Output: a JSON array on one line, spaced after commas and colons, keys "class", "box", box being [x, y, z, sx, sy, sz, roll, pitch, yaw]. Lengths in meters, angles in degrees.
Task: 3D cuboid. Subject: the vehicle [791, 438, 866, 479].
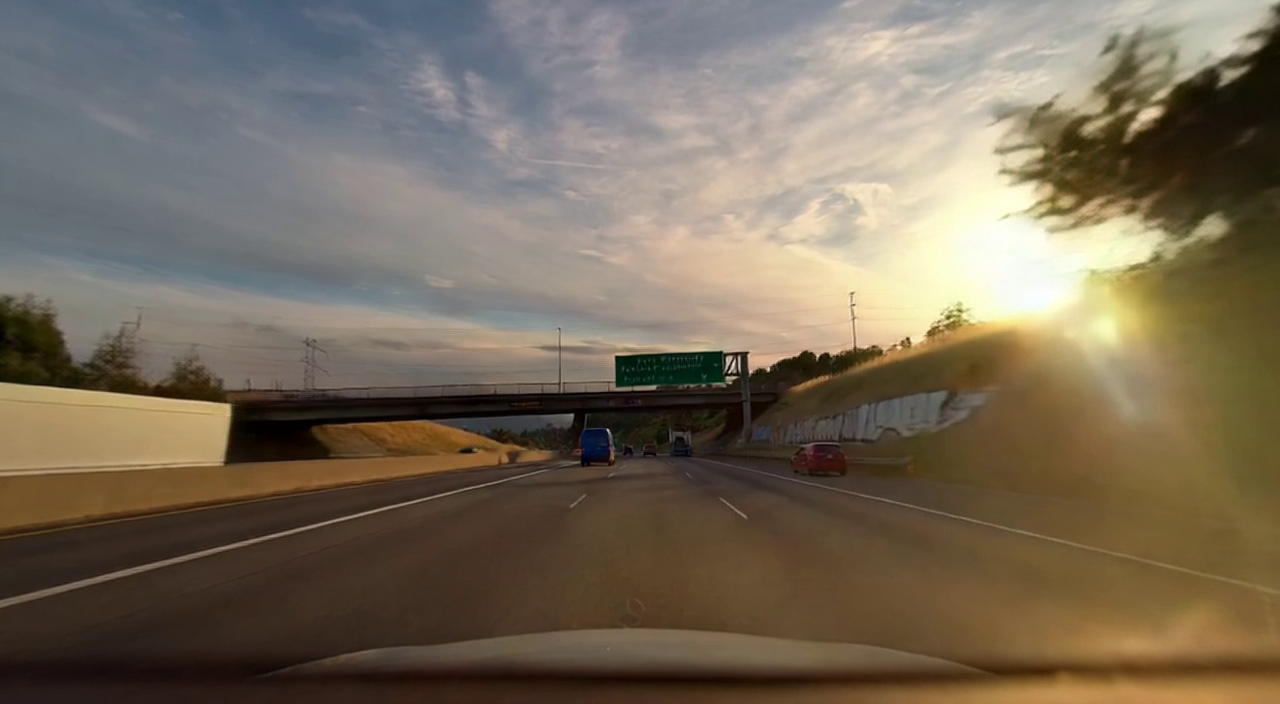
[{"class": "vehicle", "box": [8.164, 4.661, 27.695, 1.936, 1.664, 4.198, 0, -9, 0]}]

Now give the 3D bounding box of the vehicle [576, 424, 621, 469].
[{"class": "vehicle", "box": [-2.541, 6.069, 40.299, 2.451, 2.627, 5.868, 0, -9, 0]}]

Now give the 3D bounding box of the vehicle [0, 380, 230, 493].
[{"class": "vehicle", "box": [-19.774, 3.227, 23.638, 3.267, 3.506, 7.908, 0, -9, 1]}]
